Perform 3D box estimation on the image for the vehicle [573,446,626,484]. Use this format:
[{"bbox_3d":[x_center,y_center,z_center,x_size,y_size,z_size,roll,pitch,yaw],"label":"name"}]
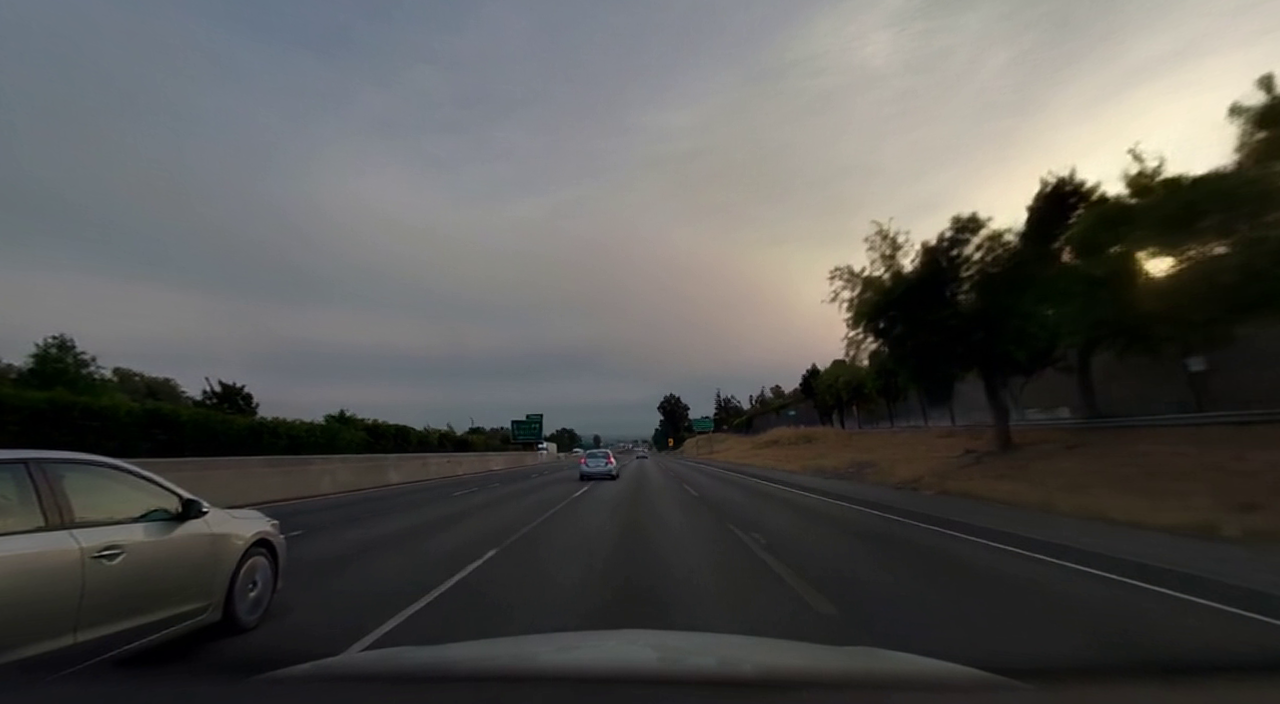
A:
[{"bbox_3d":[-1.679,4.829,27.283,1.908,1.515,3.871,0,-9,2],"label":"vehicle"}]
